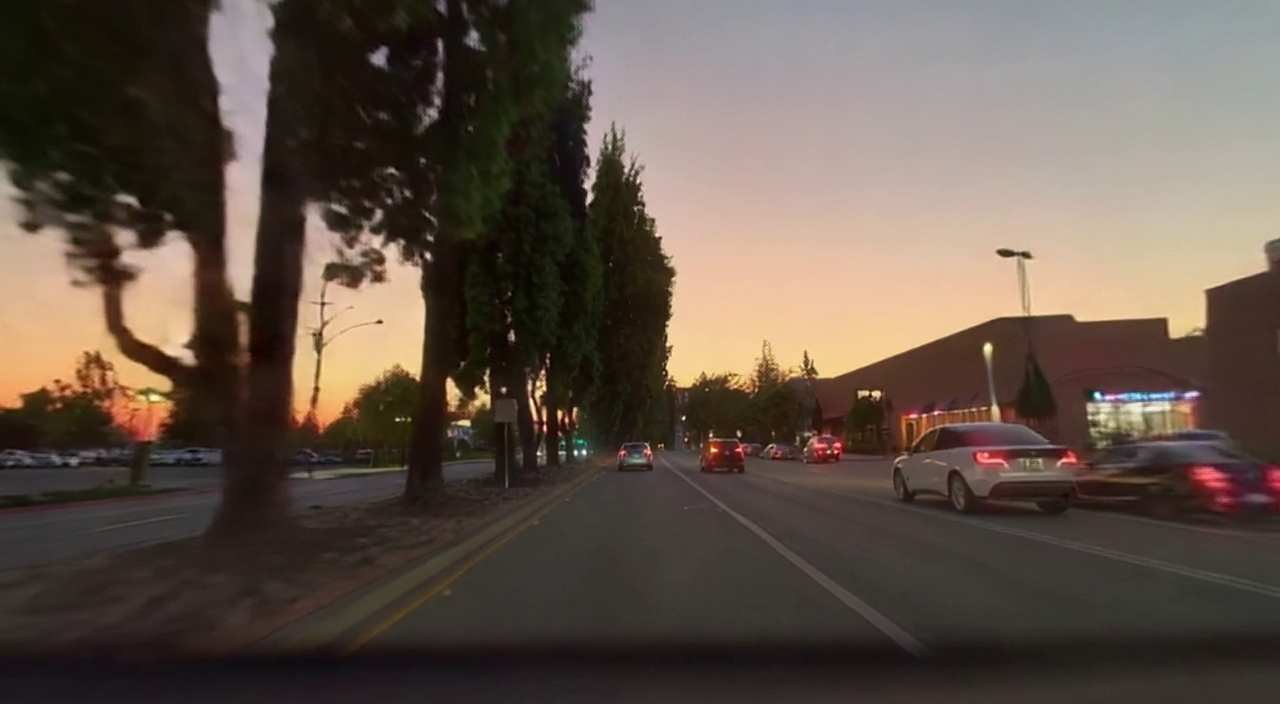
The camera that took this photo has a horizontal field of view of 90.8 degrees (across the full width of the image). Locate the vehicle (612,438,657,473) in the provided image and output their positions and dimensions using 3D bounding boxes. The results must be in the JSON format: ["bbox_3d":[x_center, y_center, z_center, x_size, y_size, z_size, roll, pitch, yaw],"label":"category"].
[{"bbox_3d":[-0.249,4.982,30.480,2.037,1.568,3.693,0,-8,0],"label":"vehicle"}]

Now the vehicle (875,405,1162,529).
[{"bbox_3d":[7.007,2.218,12.795,2.240,1.923,5.678,0,-8,0],"label":"vehicle"}]

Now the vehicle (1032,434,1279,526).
[{"bbox_3d":[10.454,2.469,12.899,1.811,1.505,4.646,0,-8,-2],"label":"vehicle"}]

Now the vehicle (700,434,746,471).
[{"bbox_3d":[4.440,5.417,34.310,1.955,1.845,4.538,0,-8,1],"label":"vehicle"}]
